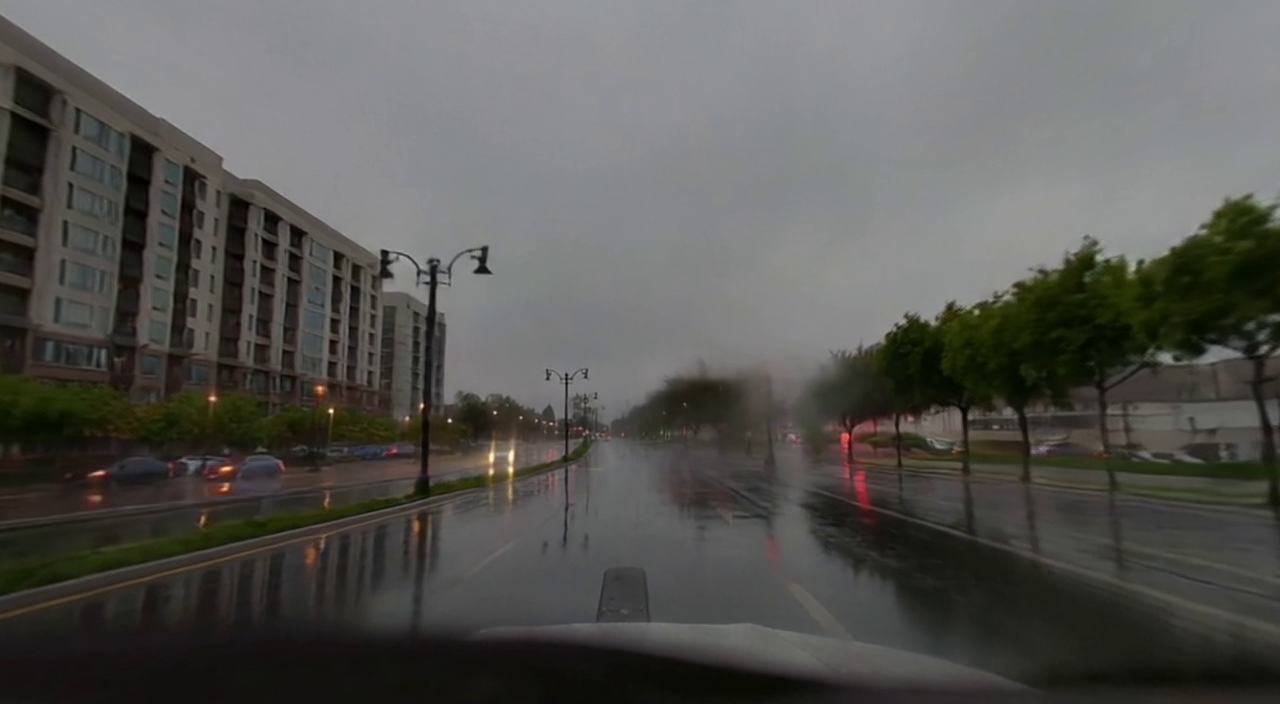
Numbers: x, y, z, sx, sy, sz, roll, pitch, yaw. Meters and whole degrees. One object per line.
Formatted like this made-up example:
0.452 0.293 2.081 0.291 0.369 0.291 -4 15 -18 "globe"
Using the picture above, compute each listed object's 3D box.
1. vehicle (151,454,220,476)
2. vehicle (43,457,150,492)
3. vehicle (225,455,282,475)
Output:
-34.228 8.506 47.556 3.844 1.533 1.734 4 -9 -25 "vehicle"
-28.925 6.498 33.735 1.828 1.680 4.219 0 -8 2 "vehicle"
-28.655 8.392 46.859 1.629 1.411 3.897 -1 -9 2 "vehicle"
